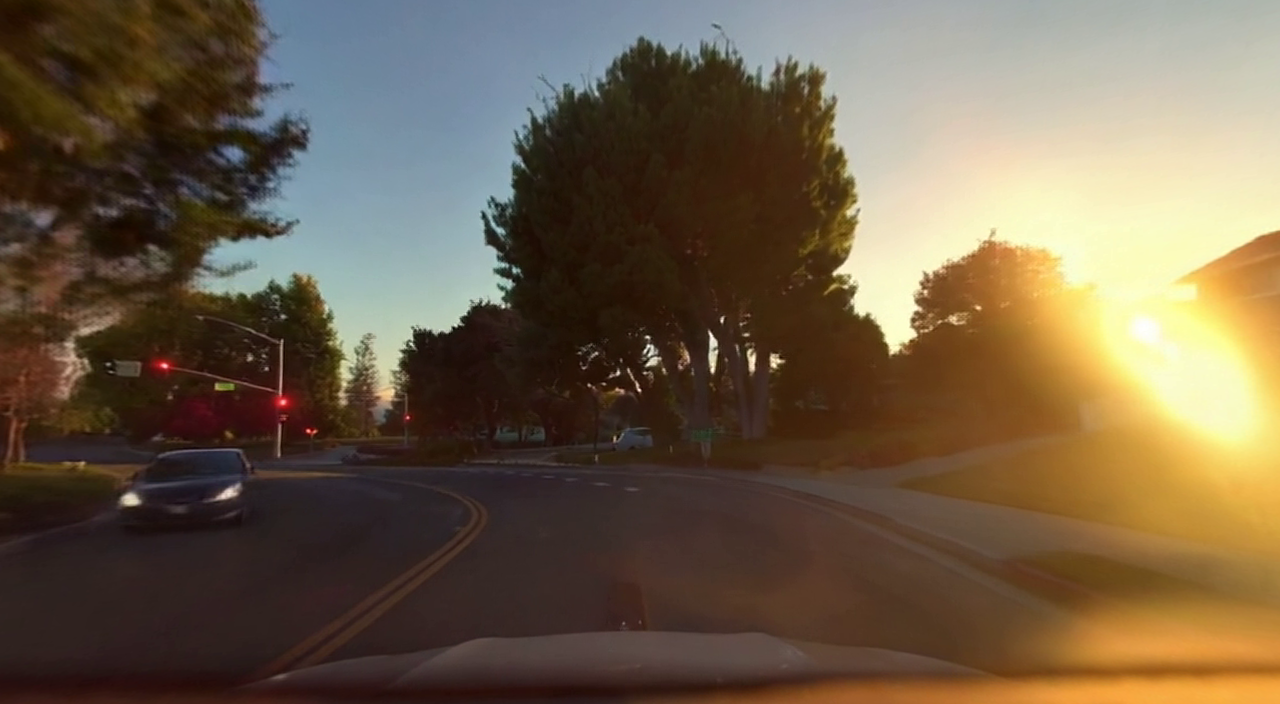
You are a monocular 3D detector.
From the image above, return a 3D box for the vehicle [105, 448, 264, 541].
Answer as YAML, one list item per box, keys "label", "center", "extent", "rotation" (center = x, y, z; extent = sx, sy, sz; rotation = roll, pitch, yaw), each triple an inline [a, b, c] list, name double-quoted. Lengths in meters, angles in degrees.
- label: "vehicle"
  center: [-8.907, 2.682, 12.655]
  extent: [2.066, 1.455, 4.770]
  rotation: [5, -10, -31]
